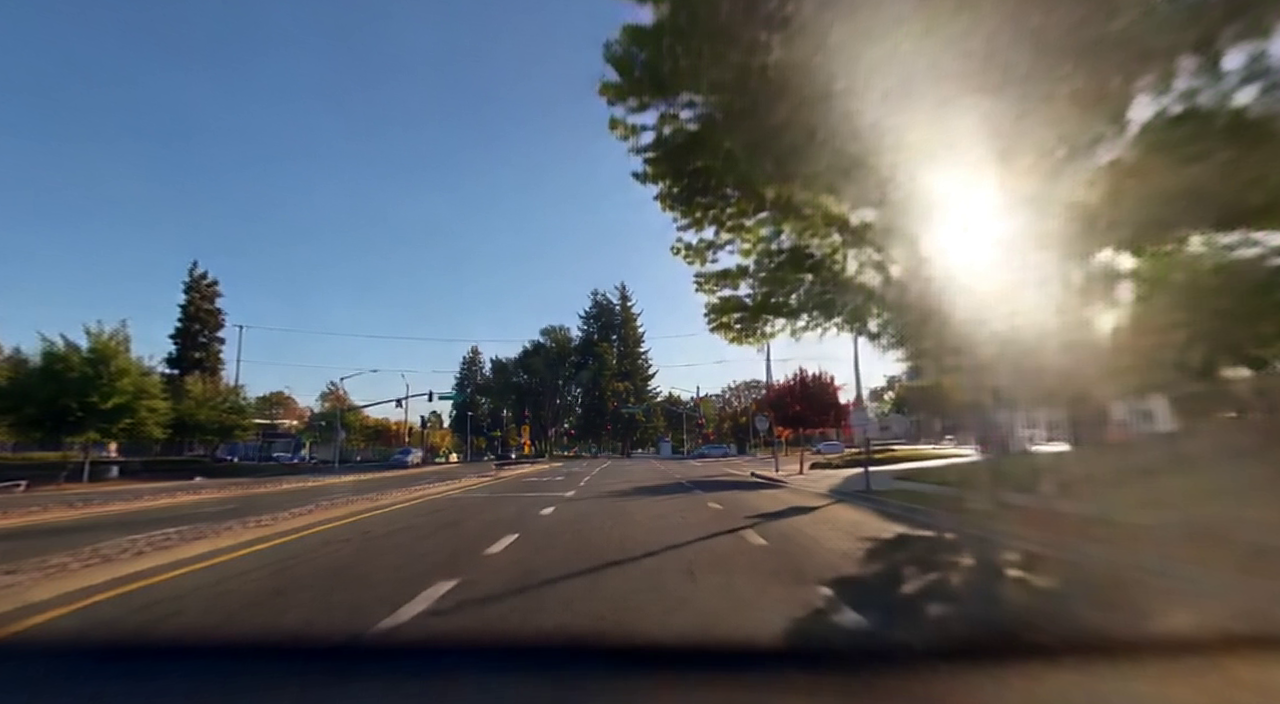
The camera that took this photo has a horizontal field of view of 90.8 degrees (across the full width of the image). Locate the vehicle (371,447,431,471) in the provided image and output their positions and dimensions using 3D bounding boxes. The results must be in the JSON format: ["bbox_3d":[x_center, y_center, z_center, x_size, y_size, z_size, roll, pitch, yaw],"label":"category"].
[{"bbox_3d":[-15.808,7.060,42.048,1.911,1.478,4.601,-1,-8,4],"label":"vehicle"}]
